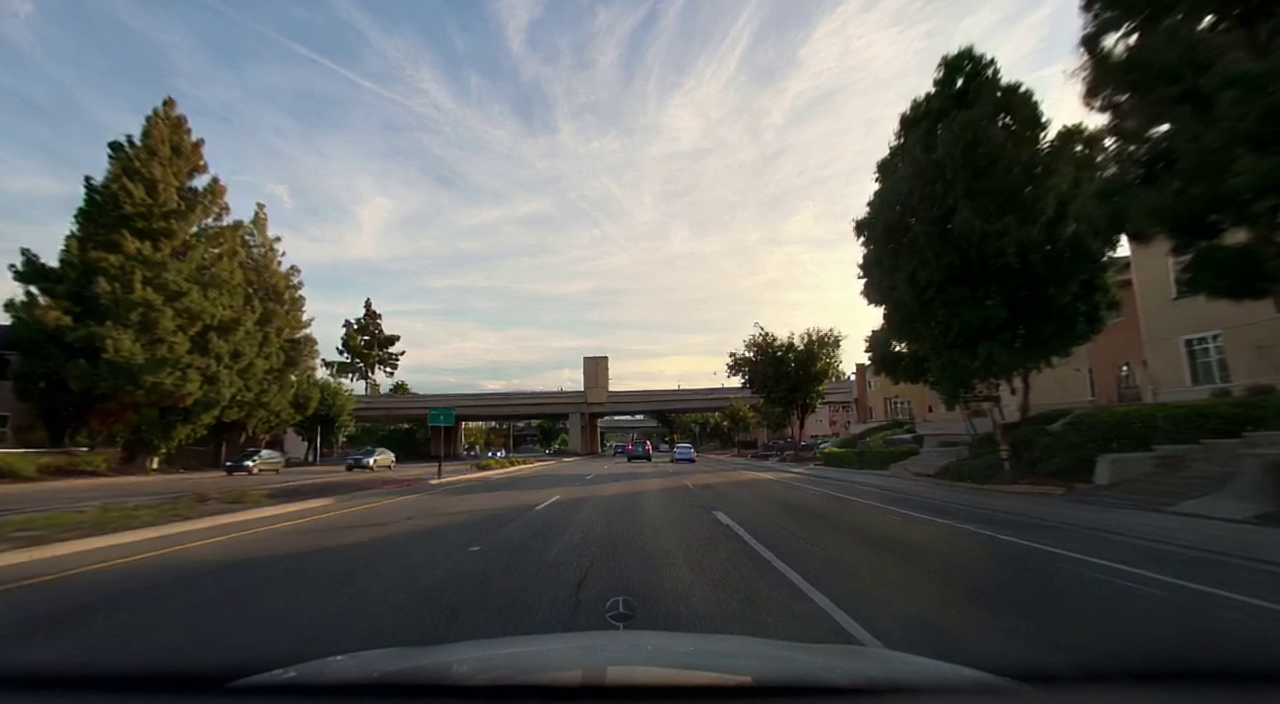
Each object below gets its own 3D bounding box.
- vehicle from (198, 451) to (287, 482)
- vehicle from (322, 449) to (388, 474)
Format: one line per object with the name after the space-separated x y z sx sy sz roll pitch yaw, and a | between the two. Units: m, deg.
-21.919 6.291 35.106 1.873 1.524 4.749 0 -8 0 | vehicle
-18.480 7.092 41.219 1.911 1.536 5.073 0 -8 0 | vehicle
